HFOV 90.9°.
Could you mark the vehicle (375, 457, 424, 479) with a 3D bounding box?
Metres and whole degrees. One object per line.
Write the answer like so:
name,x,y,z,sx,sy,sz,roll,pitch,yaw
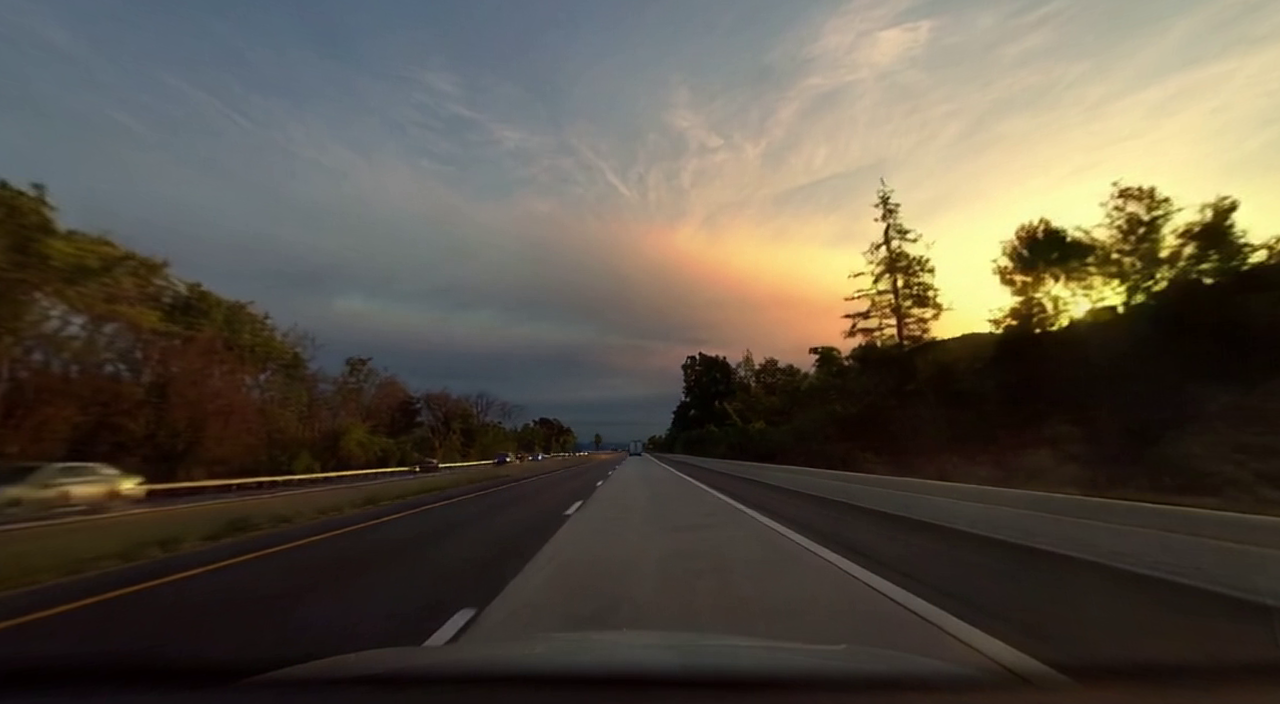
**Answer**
vehicle,-17.313,8.361,45.588,1.822,1.452,4.492,0,-9,0
